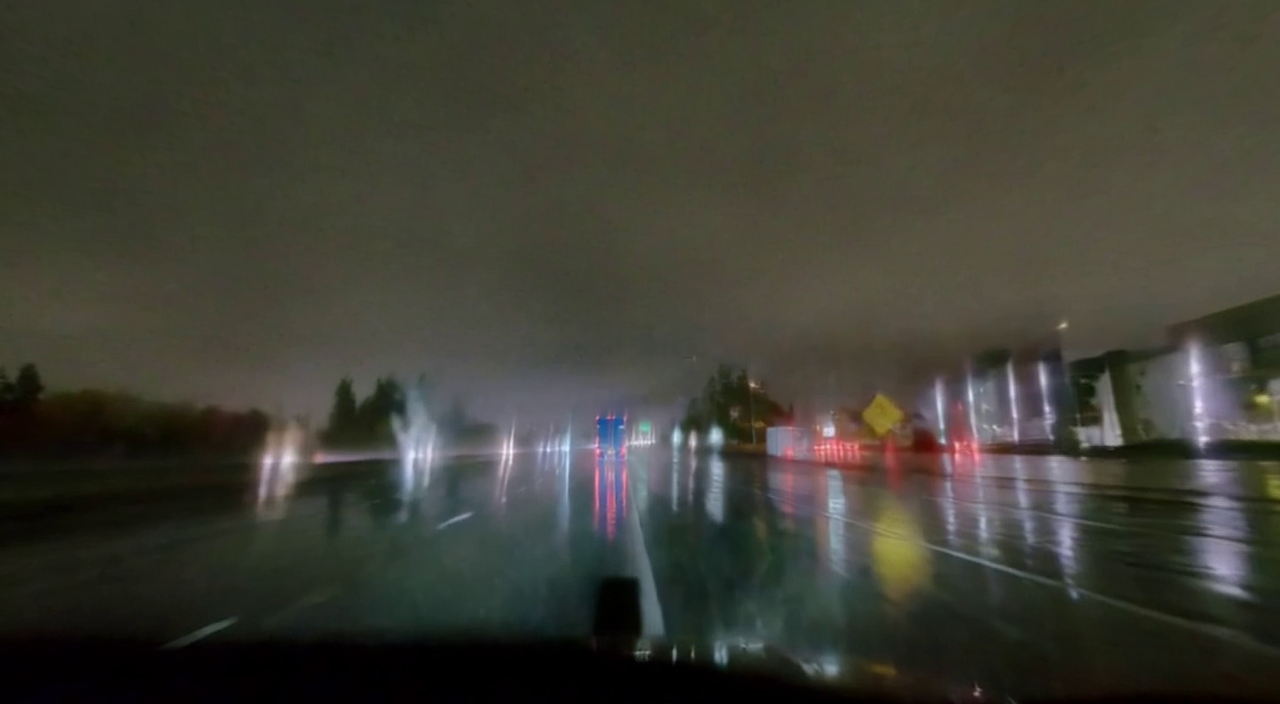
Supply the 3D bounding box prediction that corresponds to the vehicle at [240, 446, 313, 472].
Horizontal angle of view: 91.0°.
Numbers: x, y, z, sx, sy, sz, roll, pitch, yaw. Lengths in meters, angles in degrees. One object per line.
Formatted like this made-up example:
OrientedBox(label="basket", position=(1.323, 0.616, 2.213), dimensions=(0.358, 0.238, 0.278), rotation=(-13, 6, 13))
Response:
OrientedBox(label="vehicle", position=(-21.487, 6.326, 37.413), dimensions=(1.844, 1.463, 4.397), rotation=(0, -9, -2))
